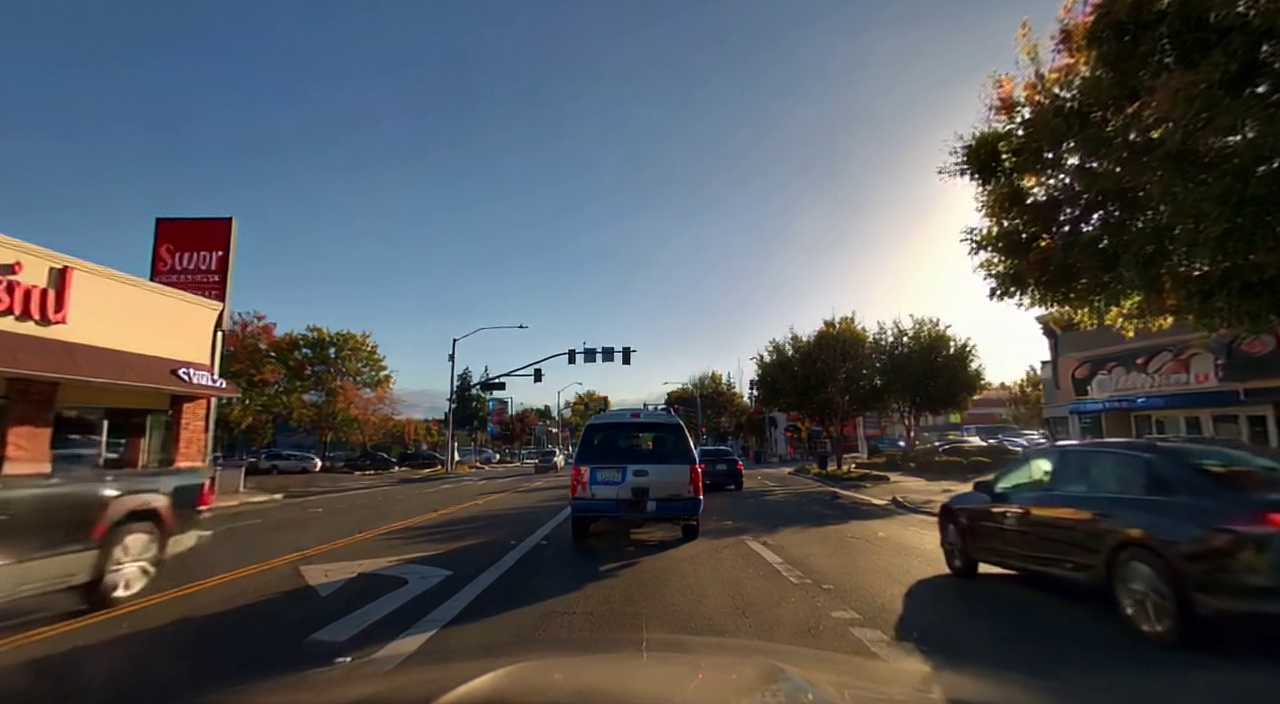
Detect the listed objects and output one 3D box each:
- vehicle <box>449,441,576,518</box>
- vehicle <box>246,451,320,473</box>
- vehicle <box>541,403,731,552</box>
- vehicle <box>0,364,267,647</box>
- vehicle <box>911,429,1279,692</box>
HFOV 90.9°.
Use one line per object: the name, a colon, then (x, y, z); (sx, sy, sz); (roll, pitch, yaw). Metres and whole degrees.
vehicle: (-2.855, 2.965, 15.270); (1.975, 1.570, 4.456); (0, -9, 2)
vehicle: (-27.318, 8.449, 48.324); (4.458, 1.608, 2.051); (0, -9, 2)
vehicle: (-0.077, 2.159, 11.550); (2.638, 2.065, 5.313); (0, -9, 0)
vehicle: (-6.425, 1.179, 4.870); (3.233, 2.097, 6.390); (0, -9, -1)
vehicle: (4.749, 1.608, 6.254); (1.994, 1.545, 4.919); (0, -9, 1)
